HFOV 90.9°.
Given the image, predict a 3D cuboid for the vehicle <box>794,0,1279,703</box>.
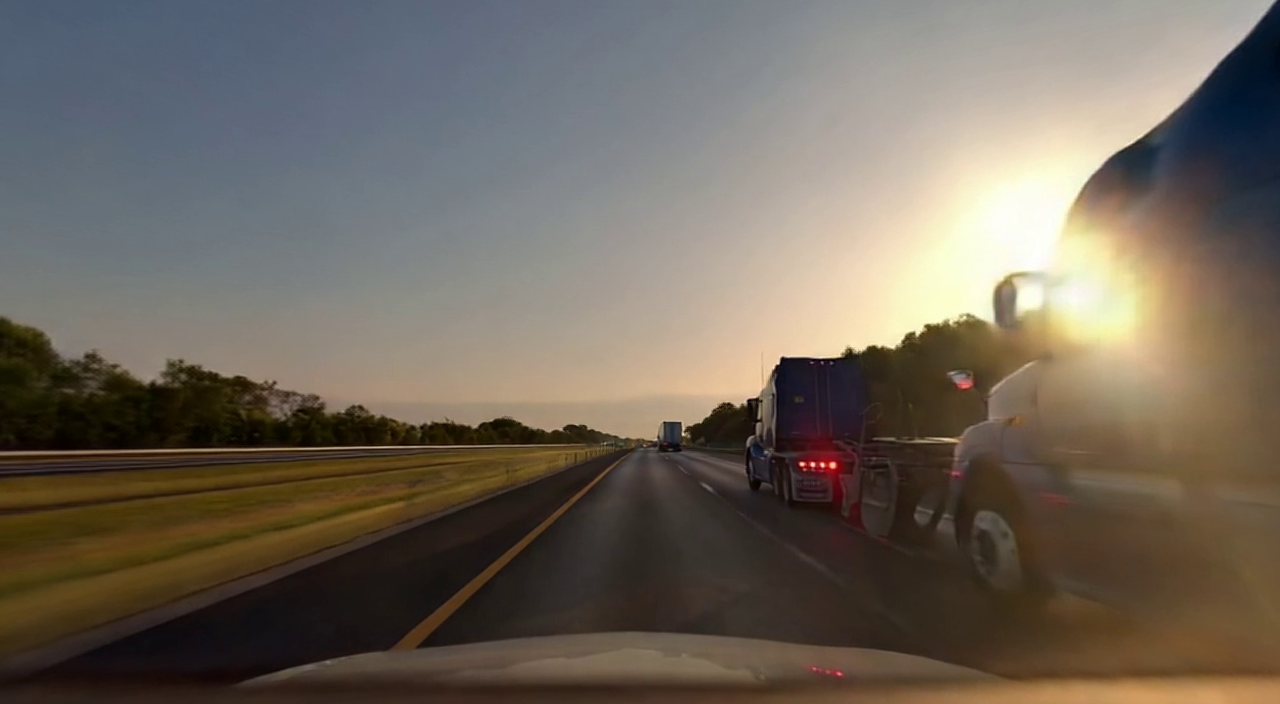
[{"bbox_3d":[4.026,-0.222,1.974,2.976,4.114,16.788,0,-8,0],"label":"vehicle"}]
